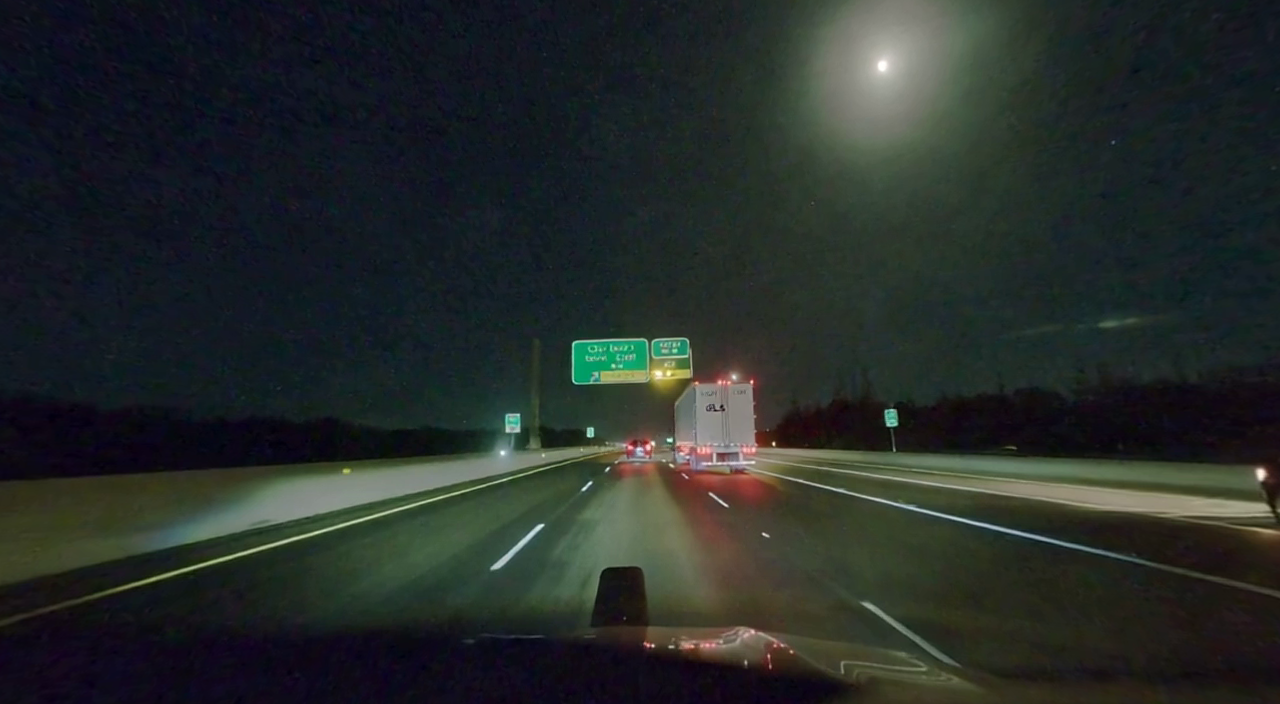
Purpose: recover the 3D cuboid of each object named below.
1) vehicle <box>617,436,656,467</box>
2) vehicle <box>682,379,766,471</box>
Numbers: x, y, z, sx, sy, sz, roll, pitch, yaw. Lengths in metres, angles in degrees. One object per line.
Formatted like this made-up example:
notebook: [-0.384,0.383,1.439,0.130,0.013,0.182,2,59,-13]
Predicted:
vehicle: [-0.180,5.603,35.595,2.050,1.654,4.192,0,-8,0]
vehicle: [4.084,3.990,33.170,3.014,4.068,10.359,0,-8,0]
